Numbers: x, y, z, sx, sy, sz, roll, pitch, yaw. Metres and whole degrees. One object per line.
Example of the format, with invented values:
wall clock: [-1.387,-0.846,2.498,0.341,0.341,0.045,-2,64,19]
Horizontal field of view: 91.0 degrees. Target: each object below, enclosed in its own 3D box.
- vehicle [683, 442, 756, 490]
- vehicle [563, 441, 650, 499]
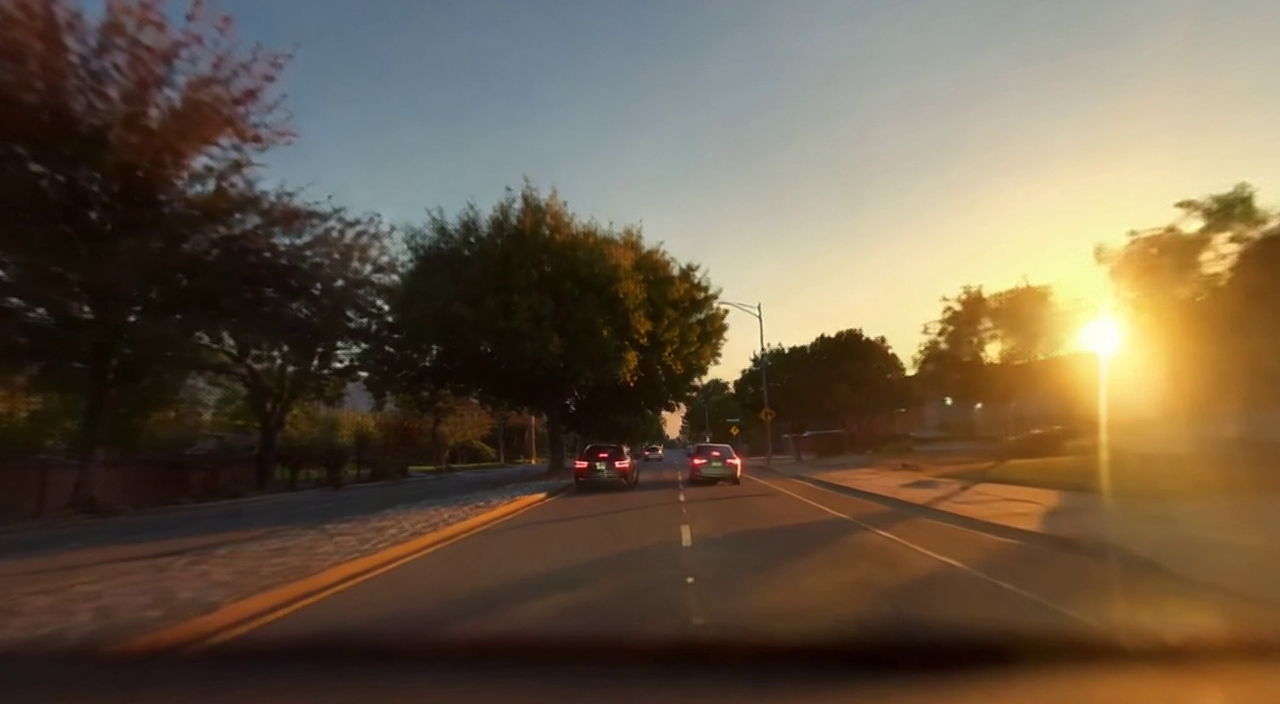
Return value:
vehicle: [2.568,3.796,21.324,2.065,1.456,4.099,-1,-9,2]
vehicle: [-0.816,3.342,18.235,2.030,1.467,4.403,-1,-9,3]
